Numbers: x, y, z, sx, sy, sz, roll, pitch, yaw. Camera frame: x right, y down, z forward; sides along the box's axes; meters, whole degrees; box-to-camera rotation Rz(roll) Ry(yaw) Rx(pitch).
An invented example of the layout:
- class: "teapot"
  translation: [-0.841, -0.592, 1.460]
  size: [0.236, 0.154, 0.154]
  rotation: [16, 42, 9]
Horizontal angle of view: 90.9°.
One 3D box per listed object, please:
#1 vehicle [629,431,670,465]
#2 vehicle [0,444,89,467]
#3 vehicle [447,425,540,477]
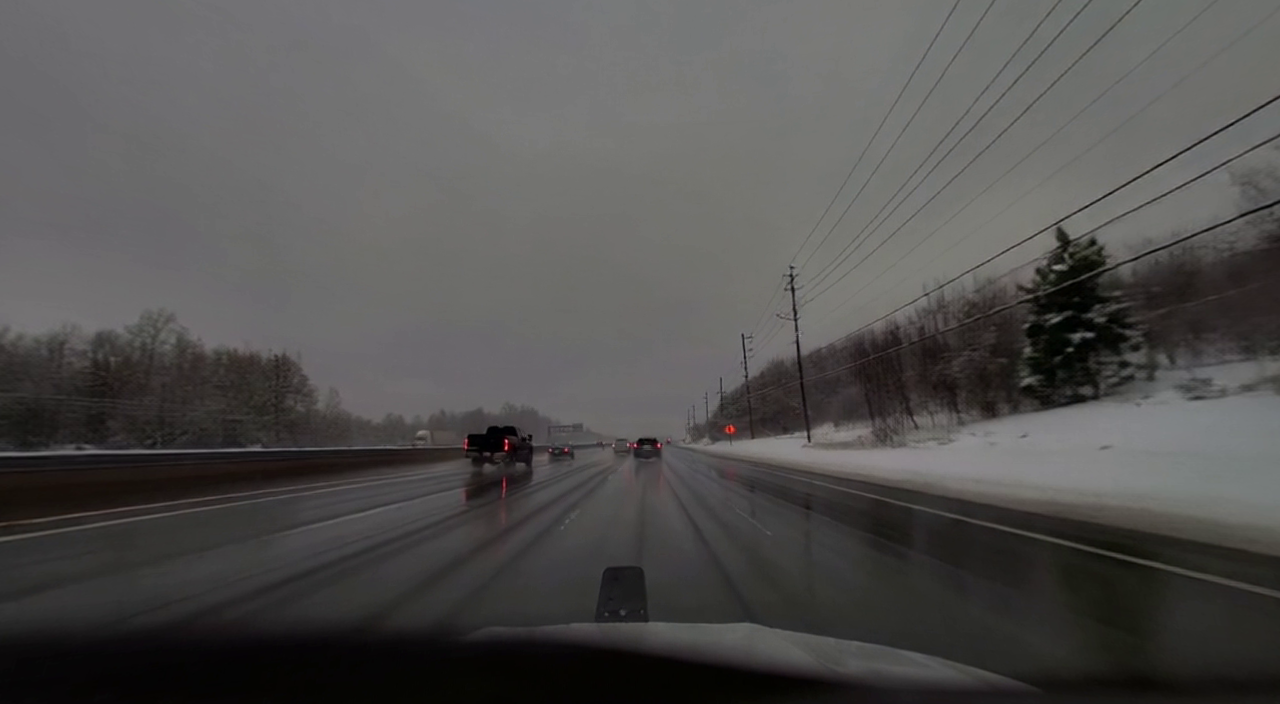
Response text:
- class: "vehicle"
  translation: [0.589, 6.155, 40.627]
  size: [2.448, 2.025, 5.193]
  rotation: [0, -8, 0]
- class: "vehicle"
  translation: [-43.633, 7.536, 46.290]
  size: [1.889, 1.599, 4.753]
  rotation: [-1, -8, 2]
- class: "vehicle"
  translation: [-6.203, 4.311, 27.768]
  size: [2.460, 1.992, 6.474]
  rotation: [0, -8, 1]
